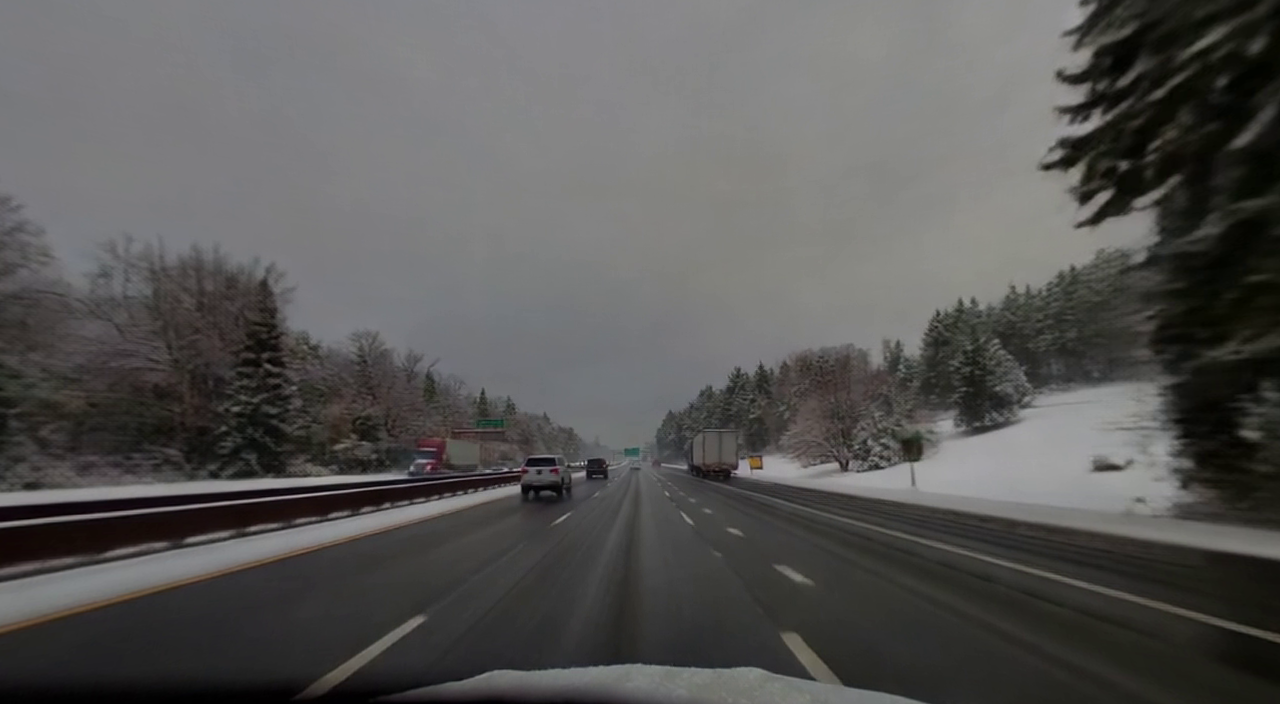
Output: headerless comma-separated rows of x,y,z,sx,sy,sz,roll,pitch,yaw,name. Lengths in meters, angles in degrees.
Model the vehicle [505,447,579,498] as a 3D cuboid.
-3.970,5.049,26.467,2.272,1.873,4.832,1,-10,0,vehicle
